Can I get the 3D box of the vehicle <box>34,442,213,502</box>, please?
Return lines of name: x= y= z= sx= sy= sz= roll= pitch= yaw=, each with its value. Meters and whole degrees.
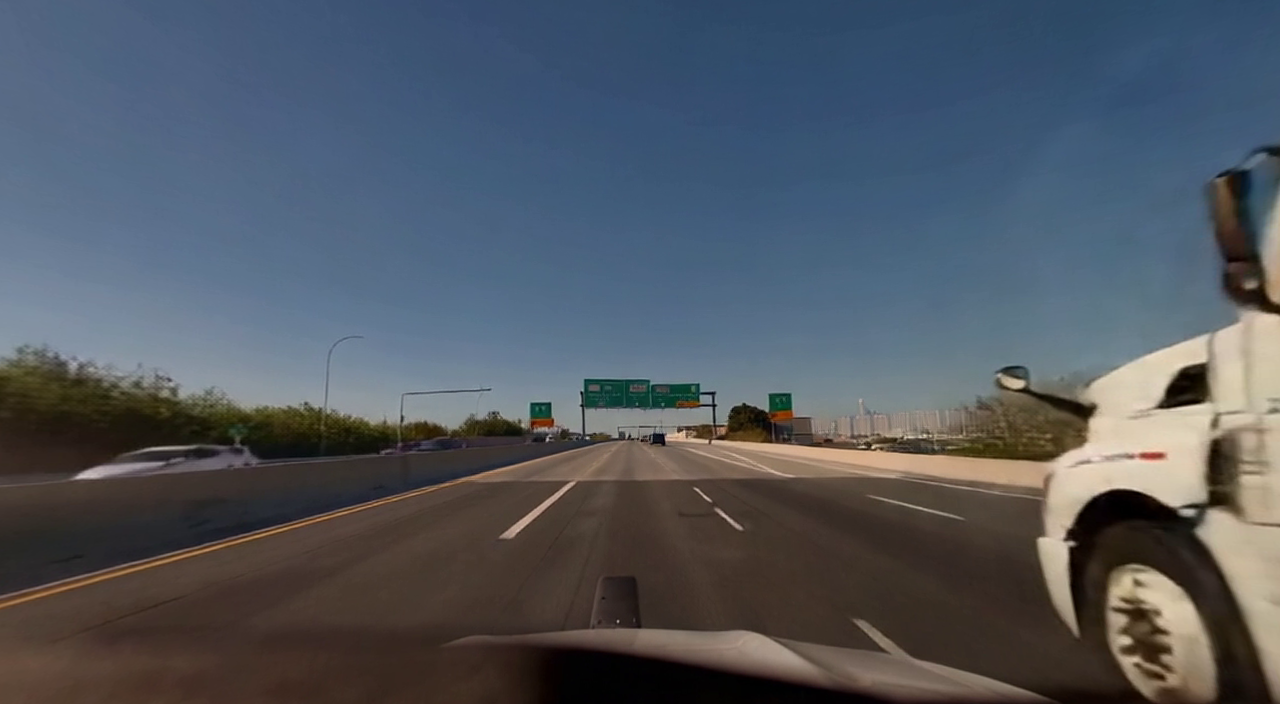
vehicle: x=-15.168 y=3.487 z=18.813 sx=1.900 sy=1.538 sz=4.026 roll=0 pitch=-8 yaw=0

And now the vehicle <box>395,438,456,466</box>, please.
vehicle: x=-12.281 y=5.714 z=36.292 sx=1.961 sy=1.509 sz=4.492 roll=0 pitch=-8 yaw=0
